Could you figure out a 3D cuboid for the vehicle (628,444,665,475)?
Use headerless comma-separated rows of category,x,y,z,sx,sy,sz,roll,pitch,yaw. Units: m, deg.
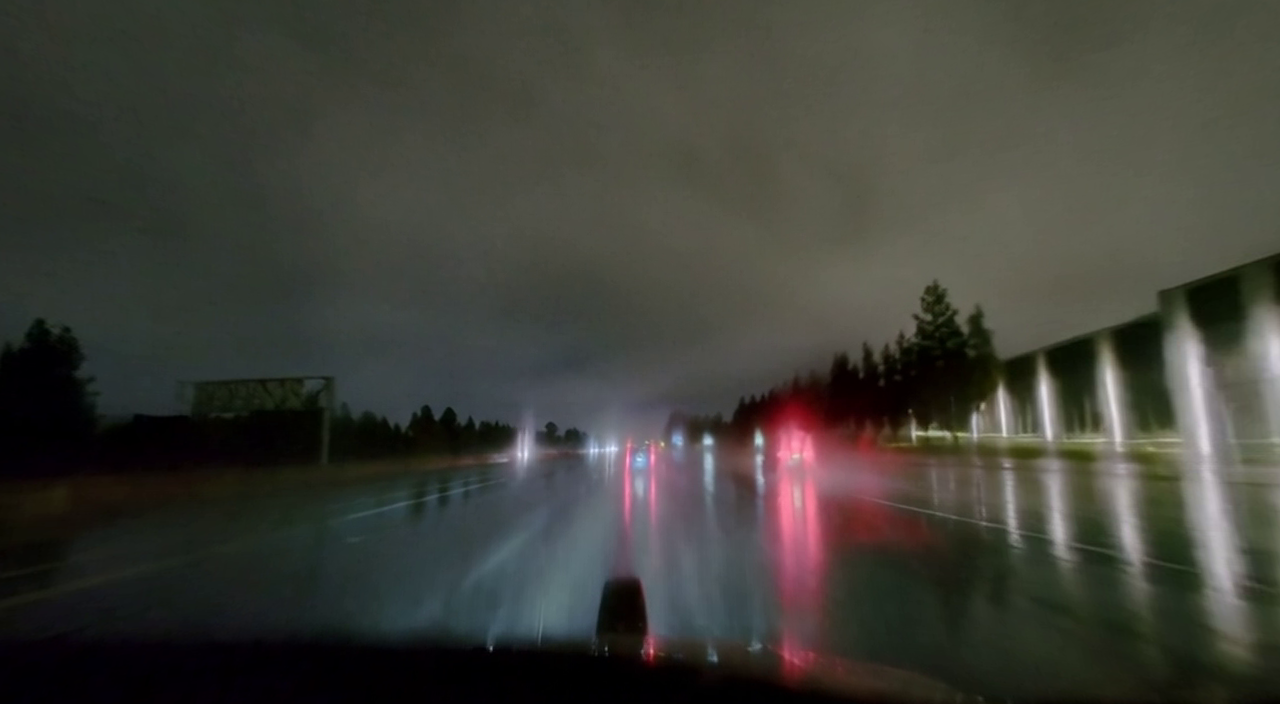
vehicle,0.374,6.136,36.058,2.015,1.639,4.086,0,-9,1
